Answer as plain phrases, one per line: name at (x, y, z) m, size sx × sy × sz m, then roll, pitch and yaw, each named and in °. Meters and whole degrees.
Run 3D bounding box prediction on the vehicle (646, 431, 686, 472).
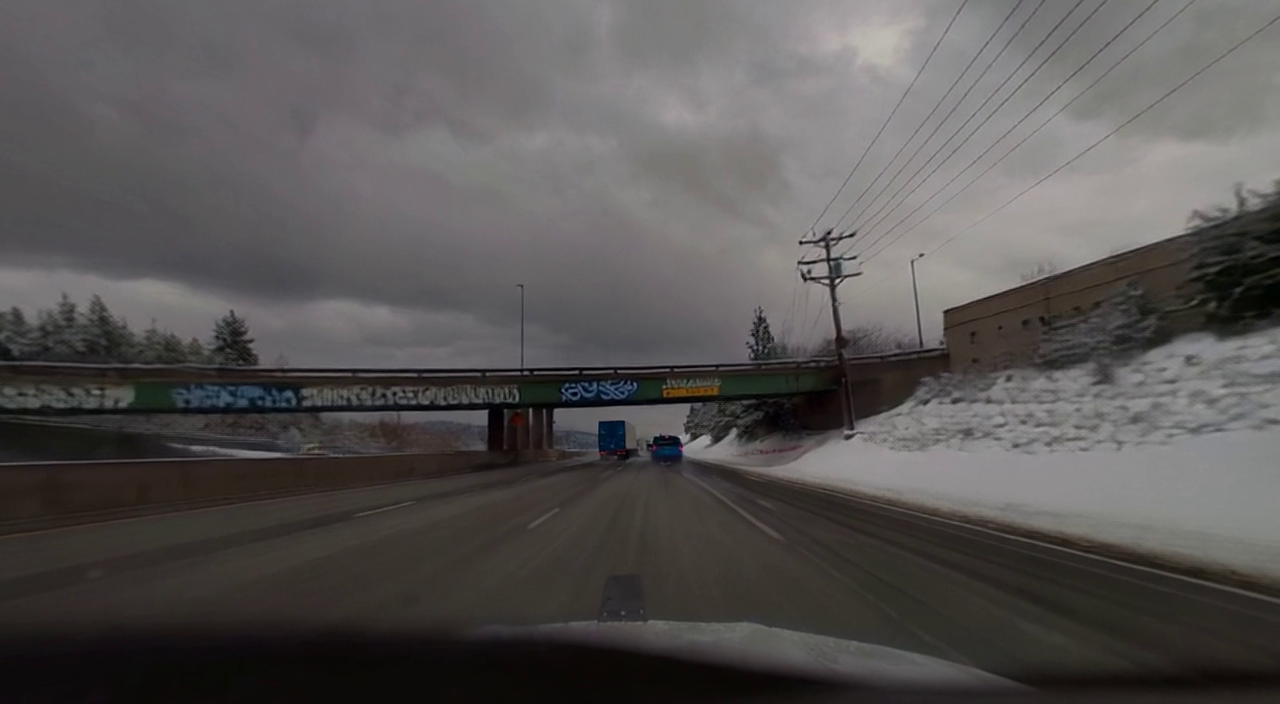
vehicle at (1.731, 6.907, 43.950) m, size 2.462 × 2.627 × 5.799 m, roll 0°, pitch -9°, yaw -1°
